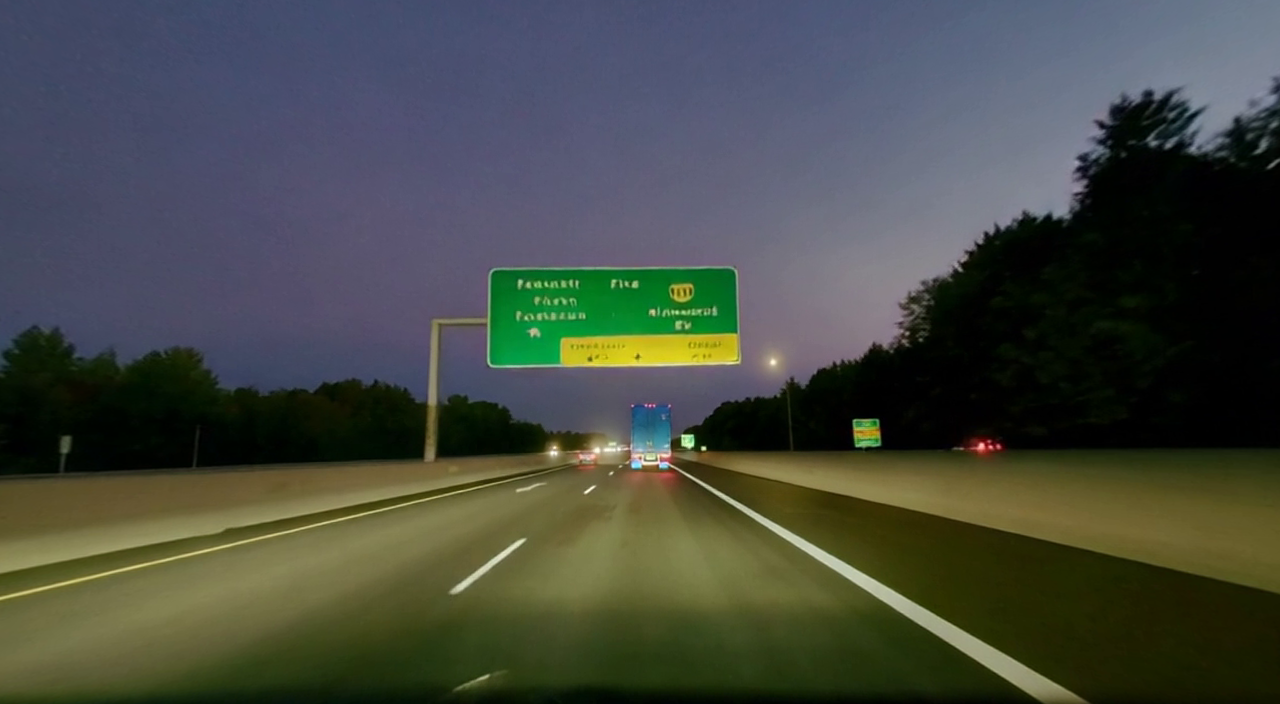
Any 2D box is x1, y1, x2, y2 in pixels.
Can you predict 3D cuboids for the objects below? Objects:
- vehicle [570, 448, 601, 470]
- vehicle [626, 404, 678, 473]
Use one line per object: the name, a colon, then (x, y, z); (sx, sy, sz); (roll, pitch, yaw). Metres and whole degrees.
vehicle: (-3.865, 7.650, 45.244); (1.873, 1.469, 3.601); (0, -9, 0)
vehicle: (0.720, 5.863, 42.339); (3.022, 4.072, 10.318); (0, -9, 0)
